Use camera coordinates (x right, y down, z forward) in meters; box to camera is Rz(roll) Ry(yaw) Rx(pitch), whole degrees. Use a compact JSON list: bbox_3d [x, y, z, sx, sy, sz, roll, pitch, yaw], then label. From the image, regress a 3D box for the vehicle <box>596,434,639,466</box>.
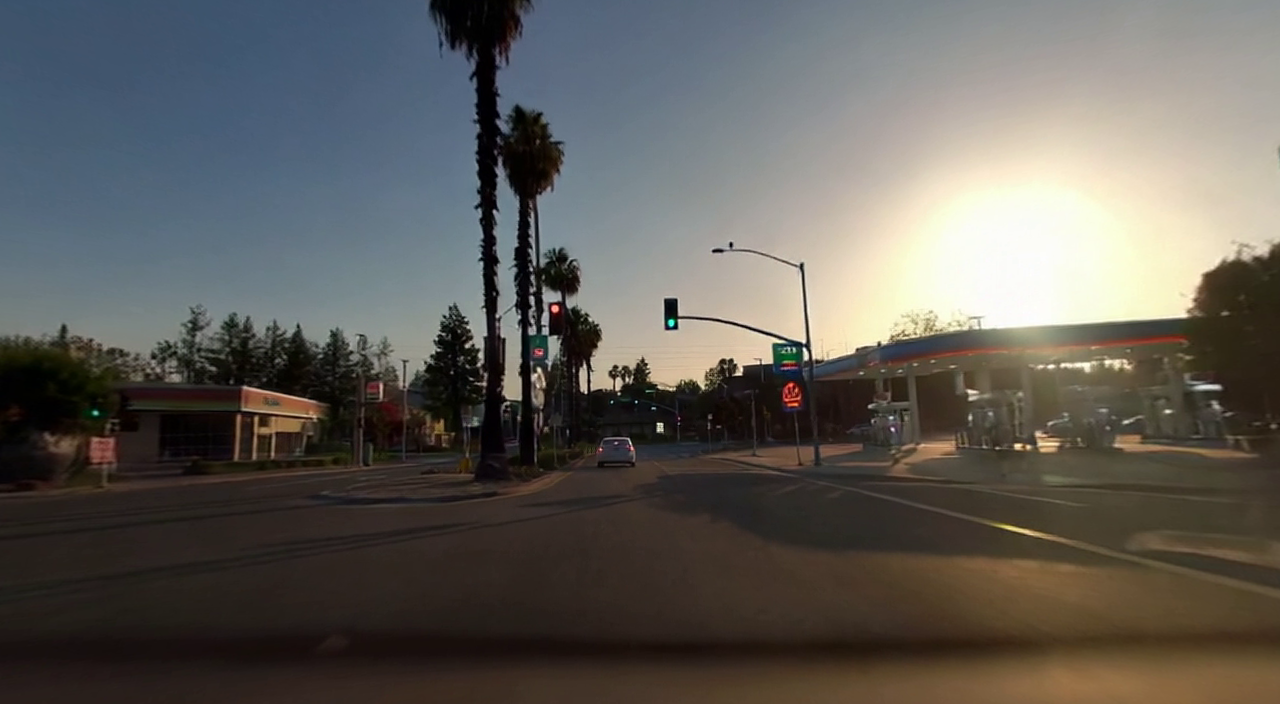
[{"bbox_3d":[-1.209,5.150,33.268,2.073,1.525,4.809,0,-9,-2],"label":"vehicle"}]
